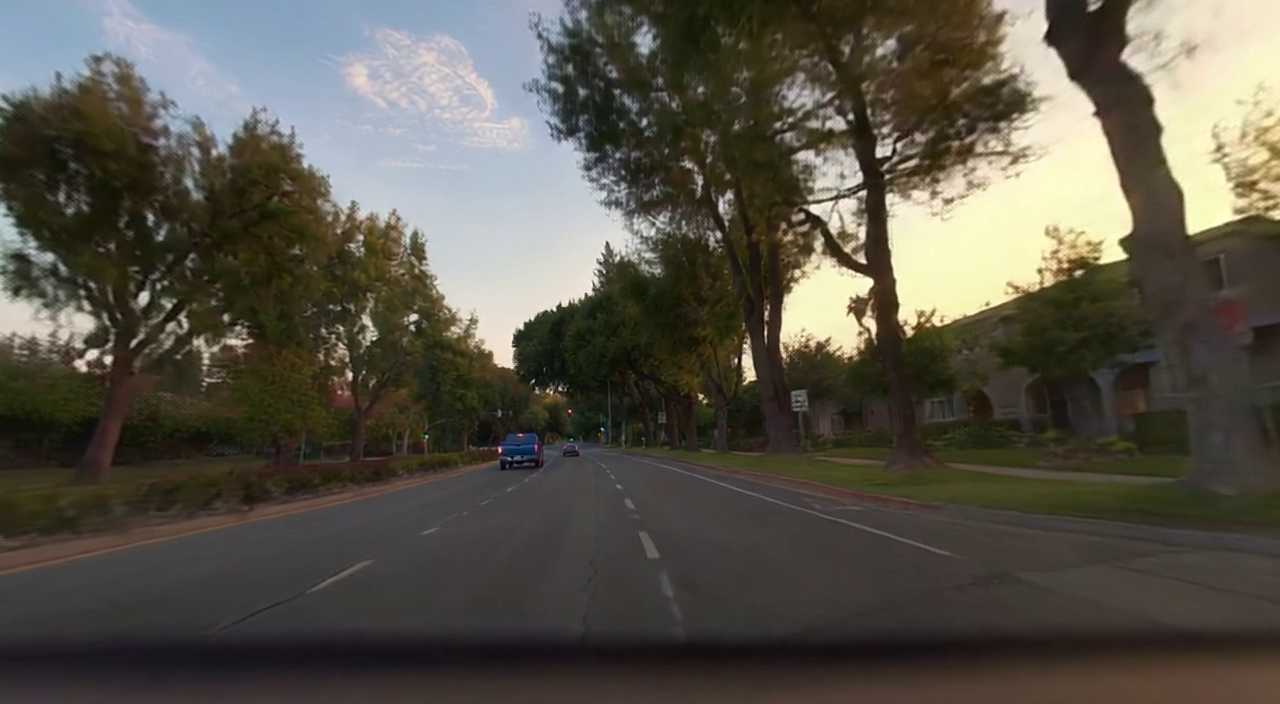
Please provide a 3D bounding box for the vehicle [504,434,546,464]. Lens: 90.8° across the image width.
[{"bbox_3d":[-7.704,6.589,42.948,2.267,1.849,6.402,0,-8,-5],"label":"vehicle"}]
